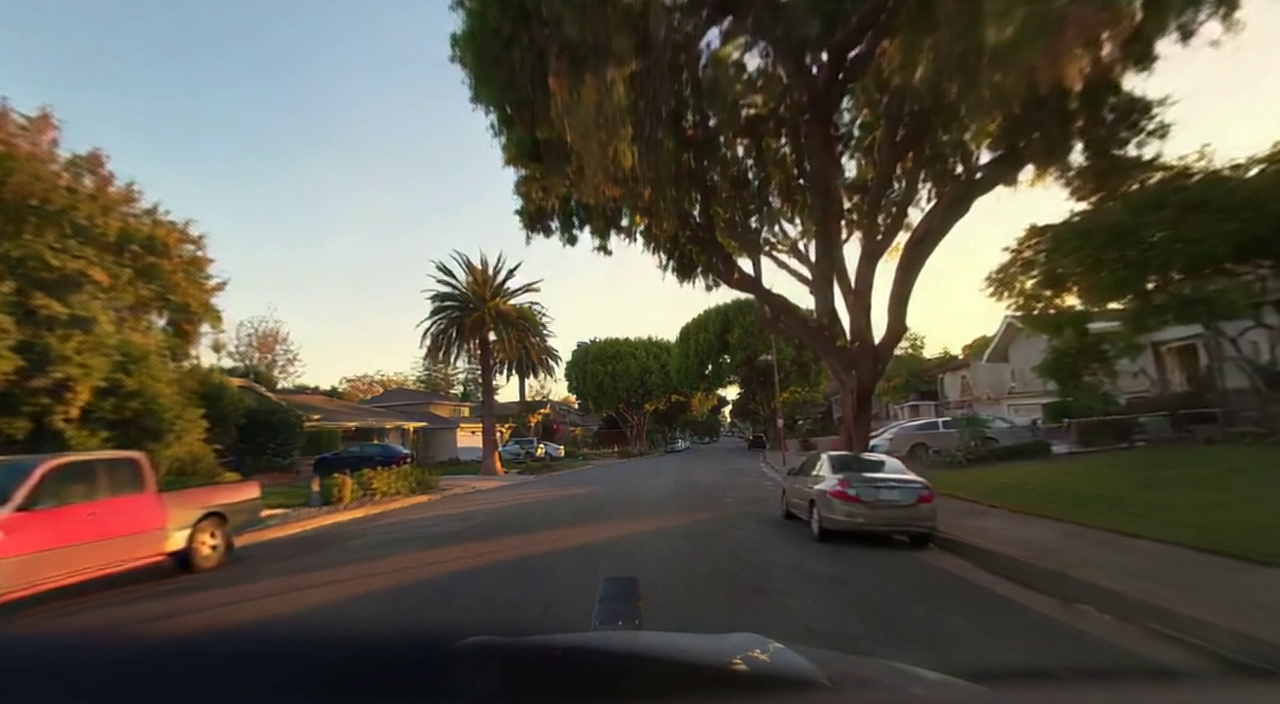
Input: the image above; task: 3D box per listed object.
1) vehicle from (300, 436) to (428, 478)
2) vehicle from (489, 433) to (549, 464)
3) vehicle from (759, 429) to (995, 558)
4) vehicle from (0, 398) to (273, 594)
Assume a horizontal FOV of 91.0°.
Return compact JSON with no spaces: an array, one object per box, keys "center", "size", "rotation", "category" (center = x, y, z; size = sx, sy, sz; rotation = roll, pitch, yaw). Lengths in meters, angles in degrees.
[{"center":[-12.351,4.697,28.279],"size":[5.015,1.746,1.968],"rotation":[-2,-9,13],"category":"vehicle"},{"center":[-8.973,7.217,46.972],"size":[3.918,1.719,1.988],"rotation":[-4,-21,6],"category":"vehicle"},{"center":[3.243,2.013,9.719],"size":[2.045,1.519,4.231],"rotation":[-1,-8,1],"category":"vehicle"},{"center":[-7.042,1.971,7.572],"size":[2.053,1.713,4.850],"rotation":[-3,-21,3],"category":"vehicle"}]
